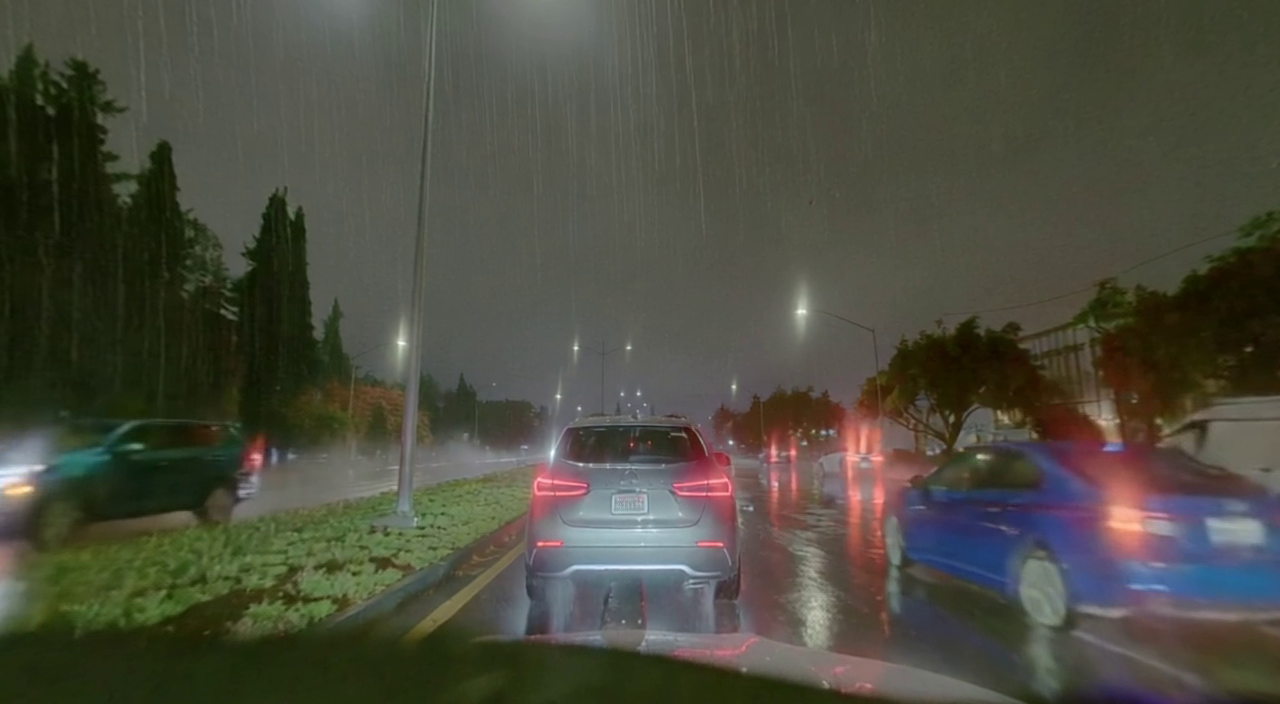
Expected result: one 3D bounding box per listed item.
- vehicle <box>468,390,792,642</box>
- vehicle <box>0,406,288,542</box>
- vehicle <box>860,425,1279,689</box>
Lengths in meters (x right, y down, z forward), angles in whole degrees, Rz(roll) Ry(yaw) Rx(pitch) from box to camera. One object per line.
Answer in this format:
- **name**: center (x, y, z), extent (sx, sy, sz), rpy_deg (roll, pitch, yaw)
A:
- **vehicle**: center (-0.083, 1.408, 6.340), extent (2.172, 1.694, 4.055), rpy_deg (0, -8, 0)
- **vehicle**: center (-9.742, 2.189, 11.979), extent (2.575, 1.940, 5.755), rpy_deg (0, -9, 2)
- **vehicle**: center (3.845, 1.485, 5.774), extent (2.058, 1.468, 4.339), rpy_deg (0, -9, 0)
